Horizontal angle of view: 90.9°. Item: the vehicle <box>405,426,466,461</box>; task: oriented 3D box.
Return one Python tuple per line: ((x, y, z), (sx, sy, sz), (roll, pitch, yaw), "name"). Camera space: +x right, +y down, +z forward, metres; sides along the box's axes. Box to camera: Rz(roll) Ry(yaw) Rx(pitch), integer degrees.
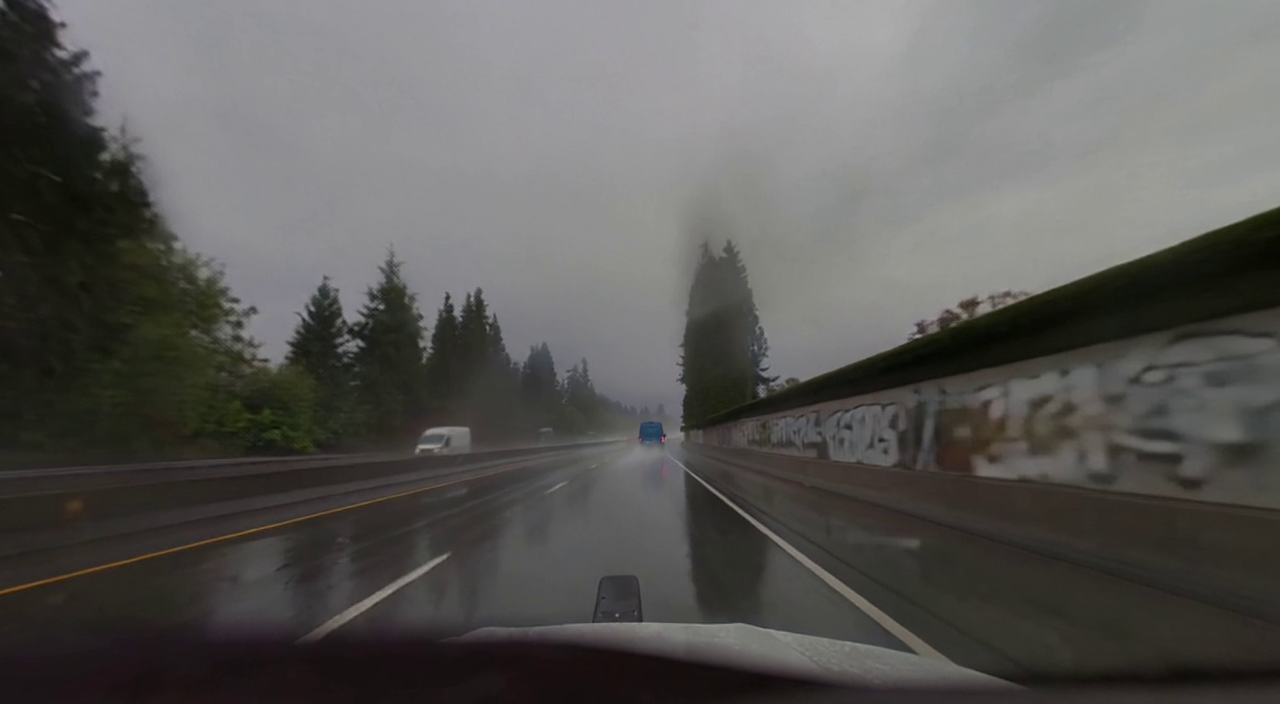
((-14.146, 6.358, 43.921), (2.452, 2.234, 5.008), (-1, -8, 2), "vehicle")
